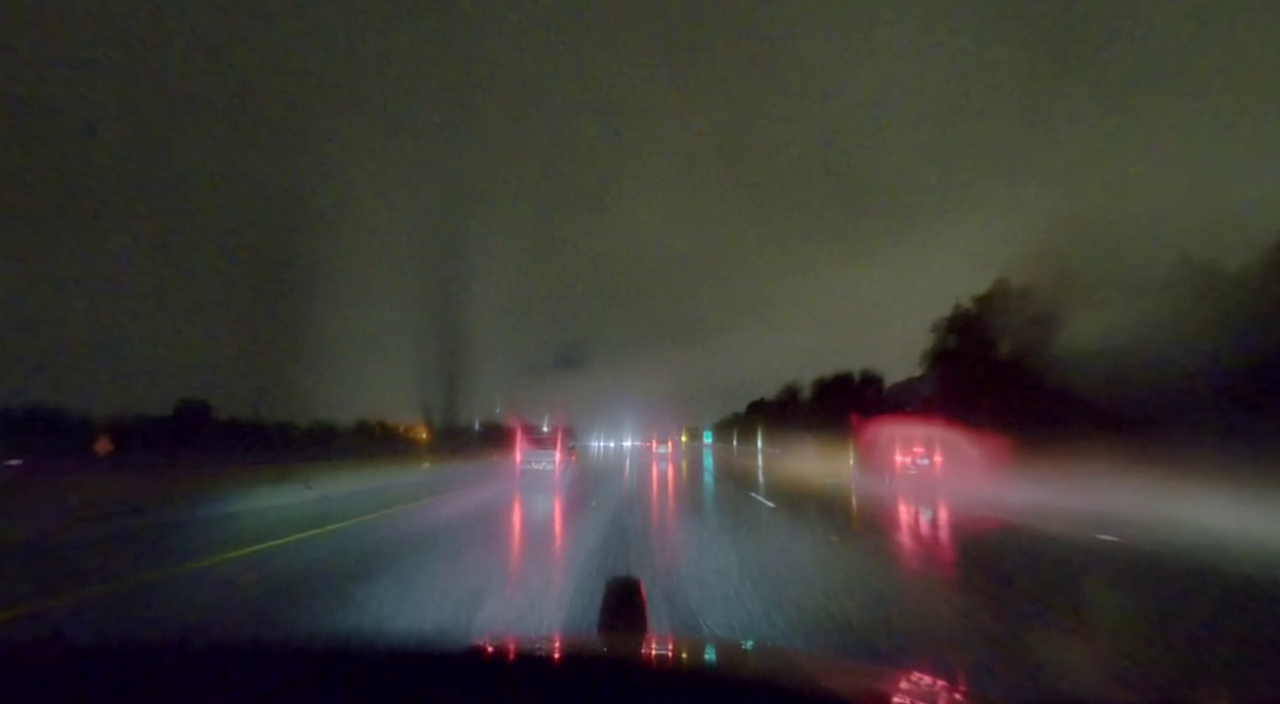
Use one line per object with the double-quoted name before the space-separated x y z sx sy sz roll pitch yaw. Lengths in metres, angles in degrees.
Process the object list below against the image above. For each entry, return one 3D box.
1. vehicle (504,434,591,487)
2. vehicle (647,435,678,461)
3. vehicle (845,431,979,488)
"vehicle" -2.888 3.511 20.656 2.050 1.546 4.344 0 -8 2
"vehicle" 1.542 6.680 43.679 2.063 1.698 4.355 0 -8 1
"vehicle" 8.012 3.216 19.119 1.870 1.493 5.015 0 -8 0
